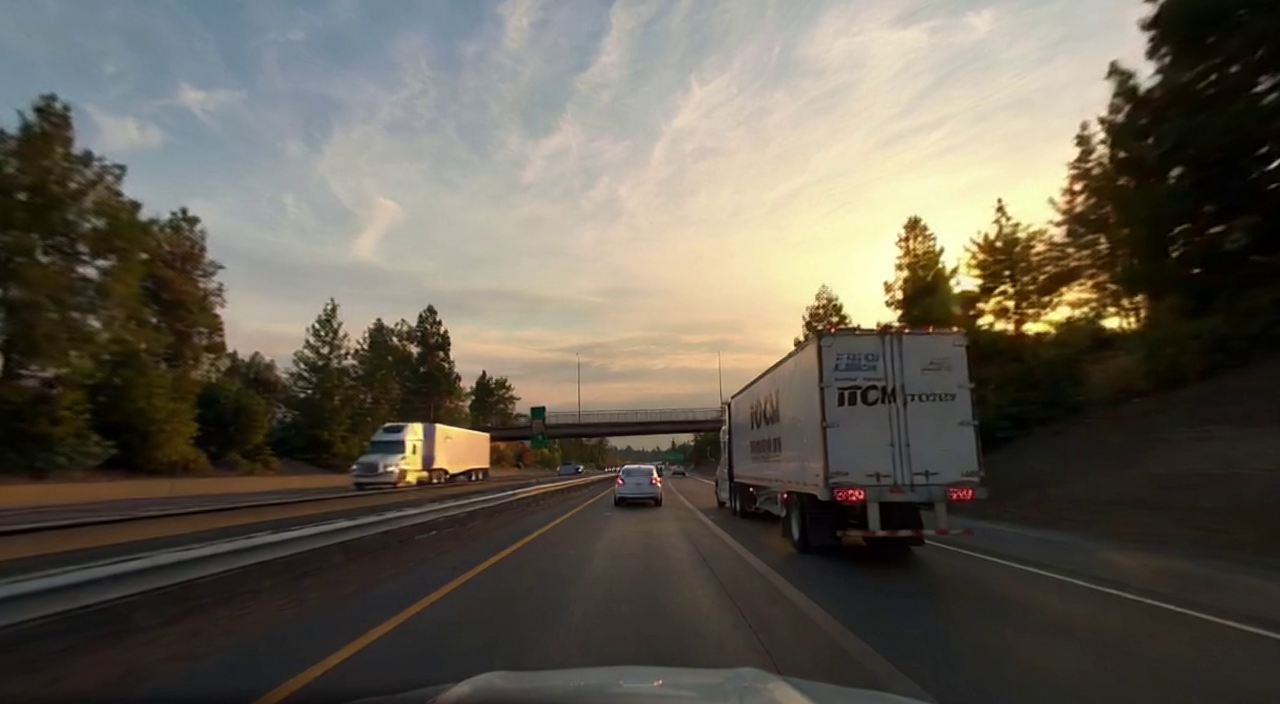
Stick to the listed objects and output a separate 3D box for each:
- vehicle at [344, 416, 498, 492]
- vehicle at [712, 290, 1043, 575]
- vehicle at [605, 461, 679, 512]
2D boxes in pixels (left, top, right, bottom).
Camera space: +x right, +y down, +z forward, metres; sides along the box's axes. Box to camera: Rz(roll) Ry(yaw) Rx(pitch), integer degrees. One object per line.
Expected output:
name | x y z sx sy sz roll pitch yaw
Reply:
vehicle | -12.690 6.576 39.431 2.871 3.707 16.908 0 -11 3
vehicle | 4.364 2.612 17.484 2.964 4.188 16.587 0 -10 1
vehicle | 0.067 4.249 20.117 2.156 1.444 3.762 1 -10 0
